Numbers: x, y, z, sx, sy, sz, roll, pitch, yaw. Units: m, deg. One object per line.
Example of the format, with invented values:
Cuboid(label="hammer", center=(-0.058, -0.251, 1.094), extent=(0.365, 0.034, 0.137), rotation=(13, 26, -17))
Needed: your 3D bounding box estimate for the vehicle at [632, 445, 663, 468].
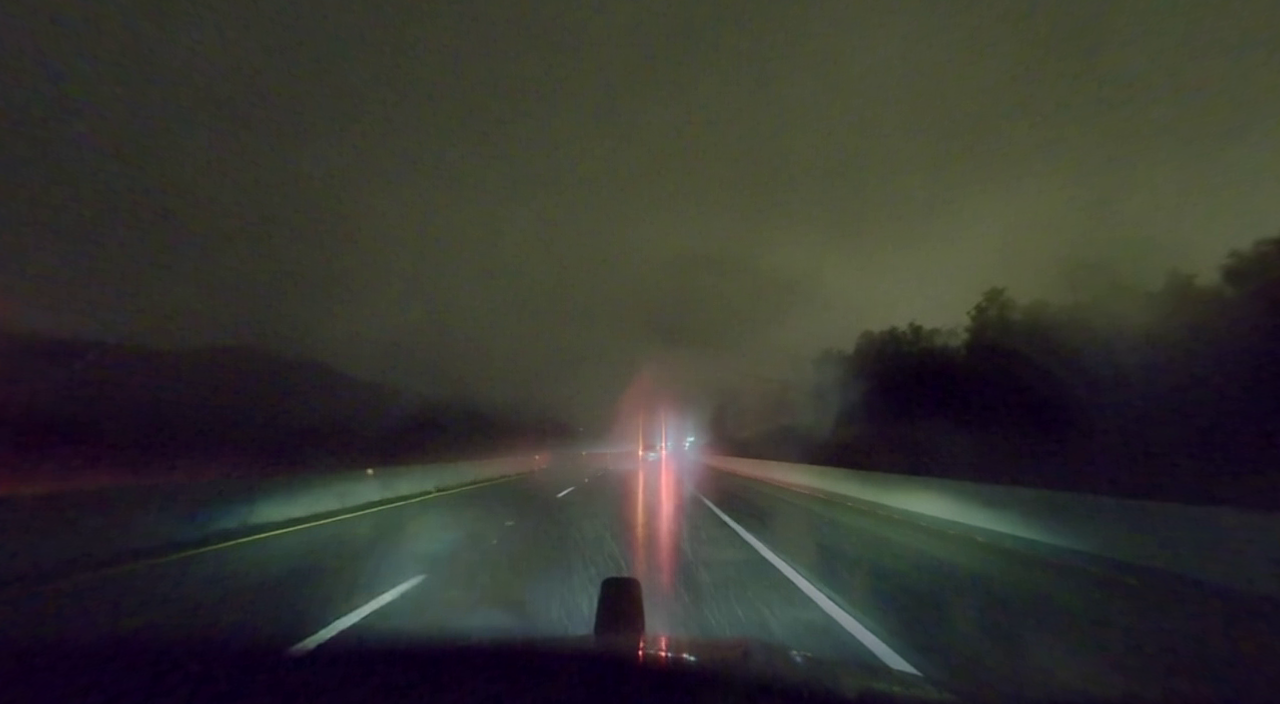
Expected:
Cuboid(label="vehicle", center=(0.605, 7.843, 47.568), extent=(2.221, 1.603, 4.149), rotation=(0, -9, 1))
